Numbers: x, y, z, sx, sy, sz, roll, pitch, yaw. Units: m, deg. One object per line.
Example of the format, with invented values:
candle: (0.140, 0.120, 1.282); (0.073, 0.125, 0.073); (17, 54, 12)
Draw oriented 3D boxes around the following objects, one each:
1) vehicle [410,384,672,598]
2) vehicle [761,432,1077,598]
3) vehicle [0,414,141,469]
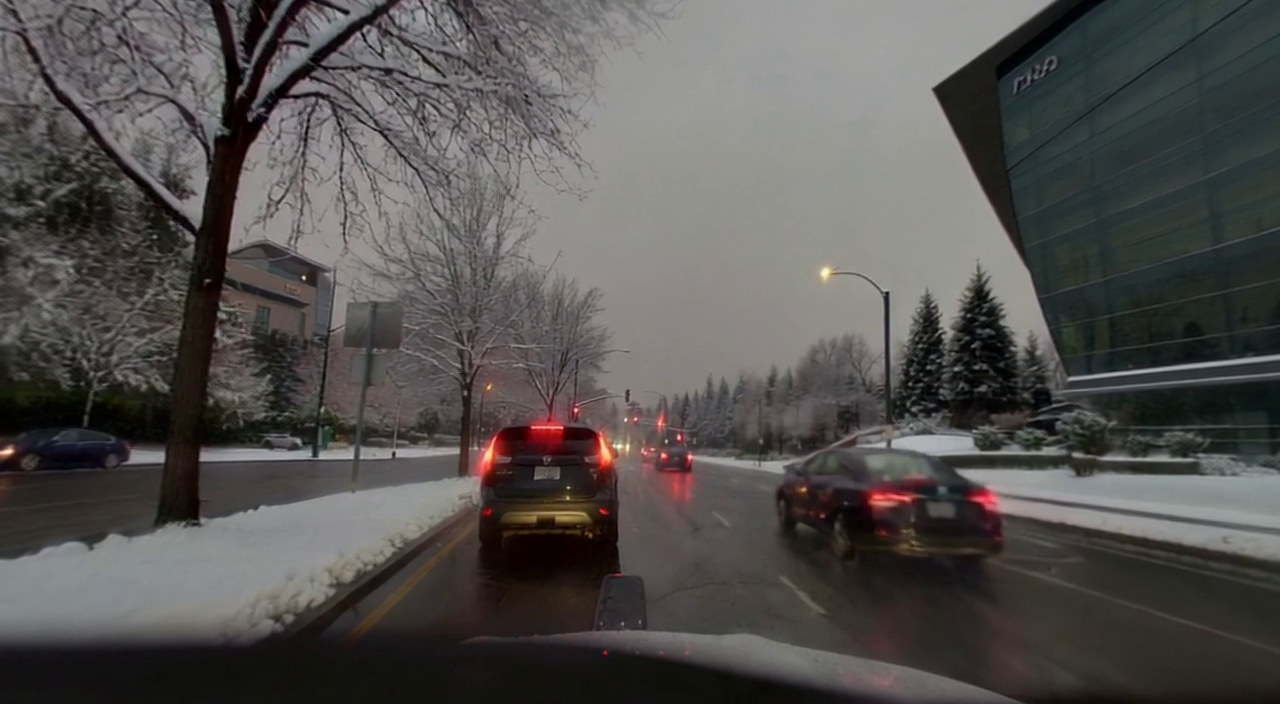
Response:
vehicle: (-1.218, 1.569, 8.029); (2.275, 1.819, 4.883); (1, -9, -9)
vehicle: (3.440, 2.069, 9.058); (2.205, 1.537, 4.895); (5, -9, -1)
vehicle: (-19.011, 2.905, 20.238); (1.911, 1.542, 4.748); (0, -8, 0)
